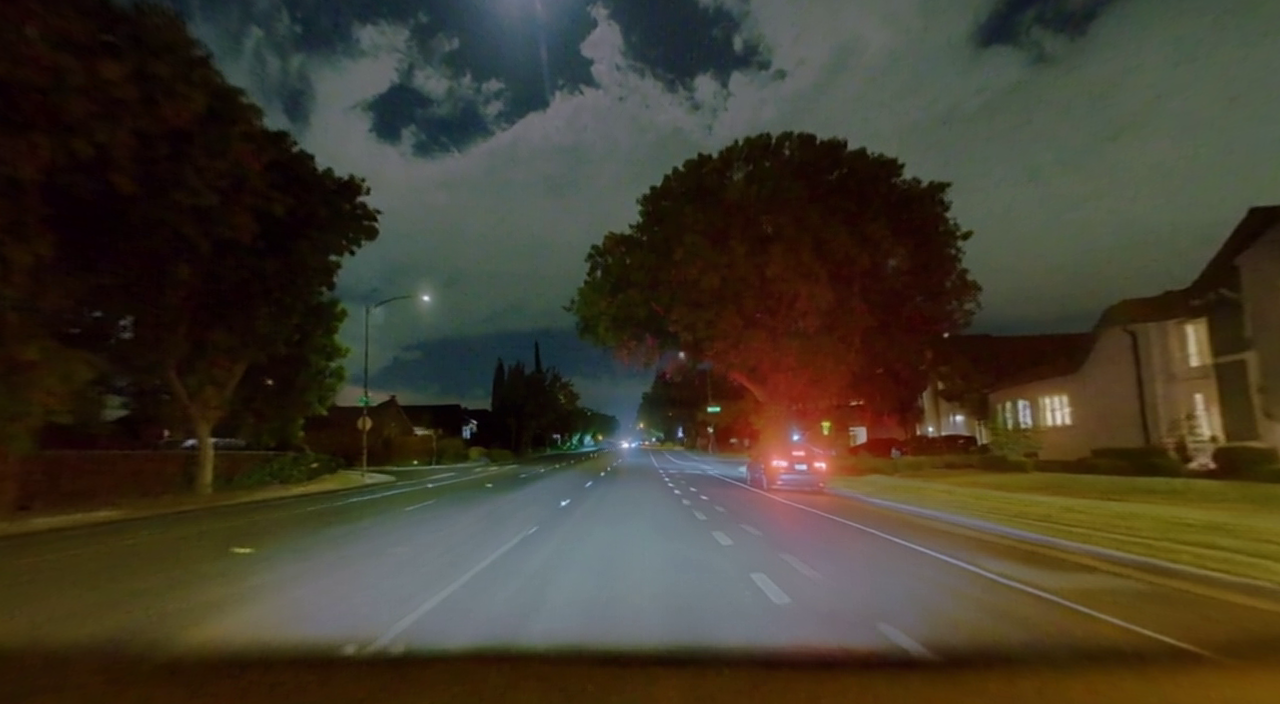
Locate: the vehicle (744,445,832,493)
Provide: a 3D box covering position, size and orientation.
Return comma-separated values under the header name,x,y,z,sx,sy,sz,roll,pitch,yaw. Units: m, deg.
name,x,y,z,sx,sy,sz,roll,pitch,yaw
vehicle,4.996,3.996,21.962,1.904,1.475,4.386,0,-9,-2
